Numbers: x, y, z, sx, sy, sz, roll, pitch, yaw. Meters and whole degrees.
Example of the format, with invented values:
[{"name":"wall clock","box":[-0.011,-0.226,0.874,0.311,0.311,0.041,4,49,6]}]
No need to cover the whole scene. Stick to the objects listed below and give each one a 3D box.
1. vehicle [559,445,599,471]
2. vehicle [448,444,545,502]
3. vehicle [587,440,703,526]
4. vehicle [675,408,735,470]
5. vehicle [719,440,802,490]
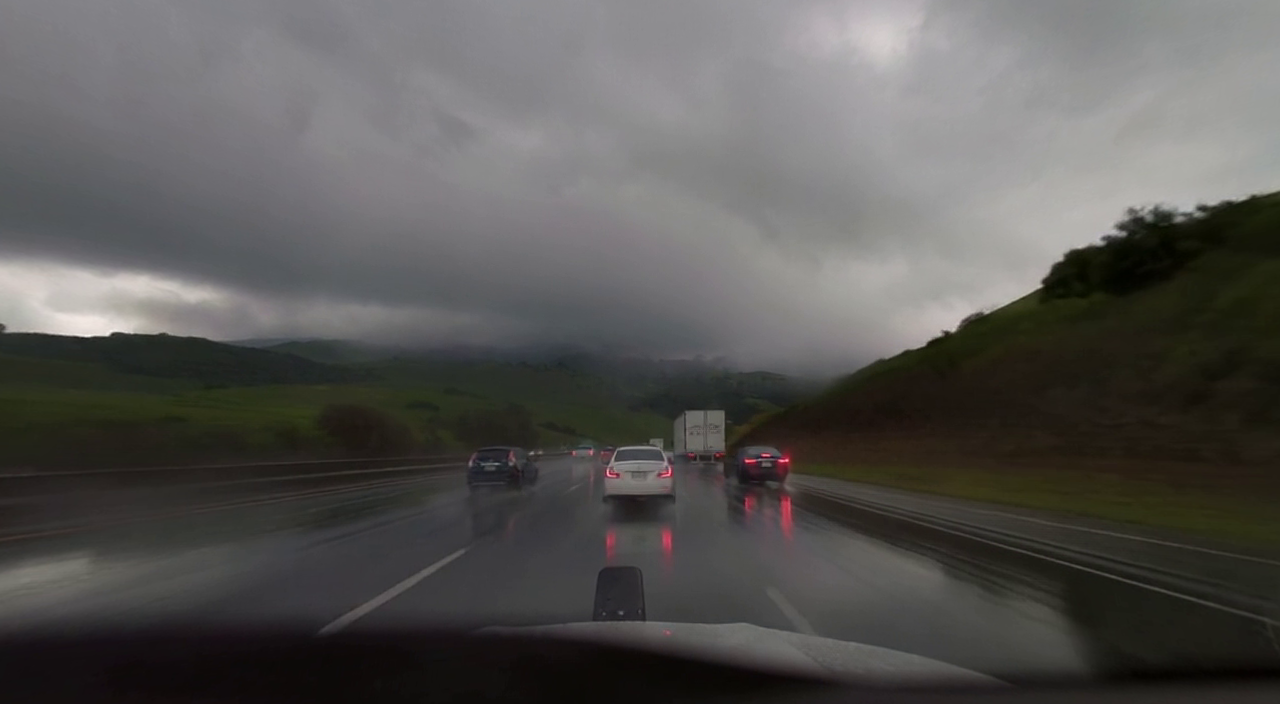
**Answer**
[{"name":"vehicle","box":[-4.037,7.144,42.607,2.211,1.669,4.224,0,-9,1]},{"name":"vehicle","box":[-4.058,3.483,18.450,1.848,1.486,3.832,0,-9,1]},{"name":"vehicle","box":[0.099,2.606,13.007,2.041,1.484,3.535,0,-9,0]},{"name":"vehicle","box":[4.752,7.027,49.803,3.194,4.038,16.301,0,-9,1]},{"name":"vehicle","box":[4.142,3.986,22.473,2.029,1.579,4.484,0,-9,-1]}]
